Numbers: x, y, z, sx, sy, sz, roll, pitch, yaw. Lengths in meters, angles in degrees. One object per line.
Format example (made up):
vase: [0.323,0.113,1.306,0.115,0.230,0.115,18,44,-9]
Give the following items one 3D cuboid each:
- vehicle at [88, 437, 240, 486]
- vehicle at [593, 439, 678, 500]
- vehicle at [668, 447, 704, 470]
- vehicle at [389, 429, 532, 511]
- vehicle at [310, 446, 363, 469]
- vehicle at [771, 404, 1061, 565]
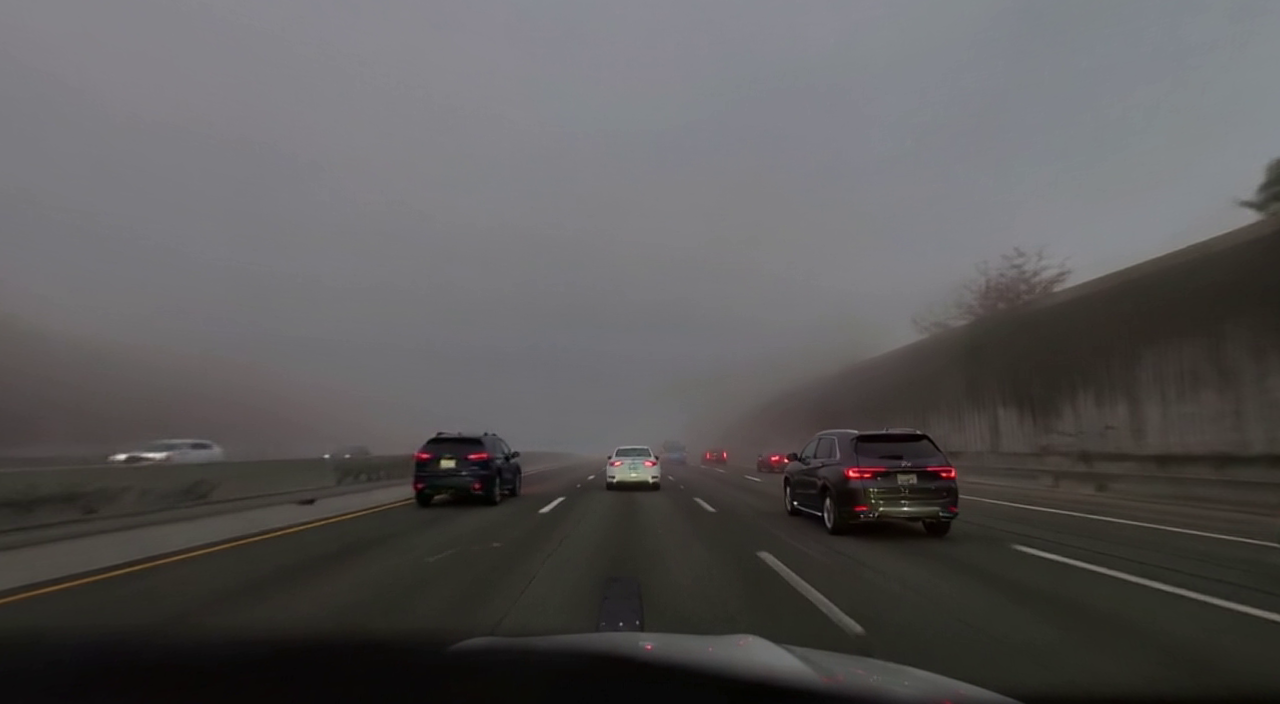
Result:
vehicle: [-18.183,4.185,24.526,2.137,1.682,4.908,0,-9,-2]
vehicle: [-0.160,3.190,17.537,2.098,1.475,3.997,0,-9,-2]
vehicle: [3.116,7.302,43.649,1.998,1.490,4.296,0,-9,-3]
vehicle: [-4.331,2.945,16.287,2.218,1.776,5.031,0,-9,0]
vehicle: [-22.250,7.698,46.504,1.843,1.590,4.344,0,-9,-2]
vehicle: [3.630,1.852,9.574,2.162,1.800,4.693,0,-9,-1]
